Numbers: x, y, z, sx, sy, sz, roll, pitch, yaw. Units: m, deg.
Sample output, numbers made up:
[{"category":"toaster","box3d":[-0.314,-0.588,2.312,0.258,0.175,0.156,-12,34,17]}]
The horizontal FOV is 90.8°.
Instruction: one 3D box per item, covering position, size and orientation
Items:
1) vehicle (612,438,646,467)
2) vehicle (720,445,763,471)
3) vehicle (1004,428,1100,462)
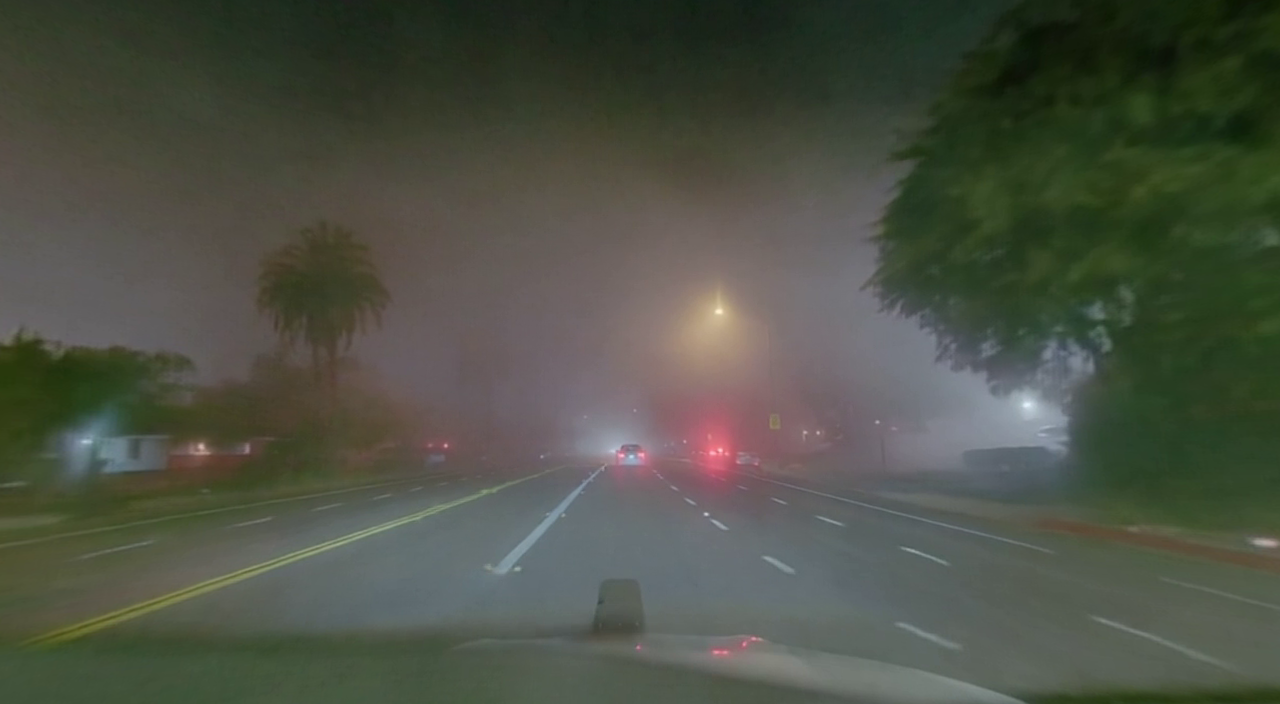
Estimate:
[{"category":"vehicle","box3d":[-0.844,7.005,44.260,2.248,1.833,4.798,0,-8,-2]},{"category":"vehicle","box3d":[6.237,6.569,39.336,1.947,1.505,4.759,0,-8,0]},{"category":"vehicle","box3d":[24.090,5.510,37.229,2.135,1.787,4.888,0,-9,-3]}]
